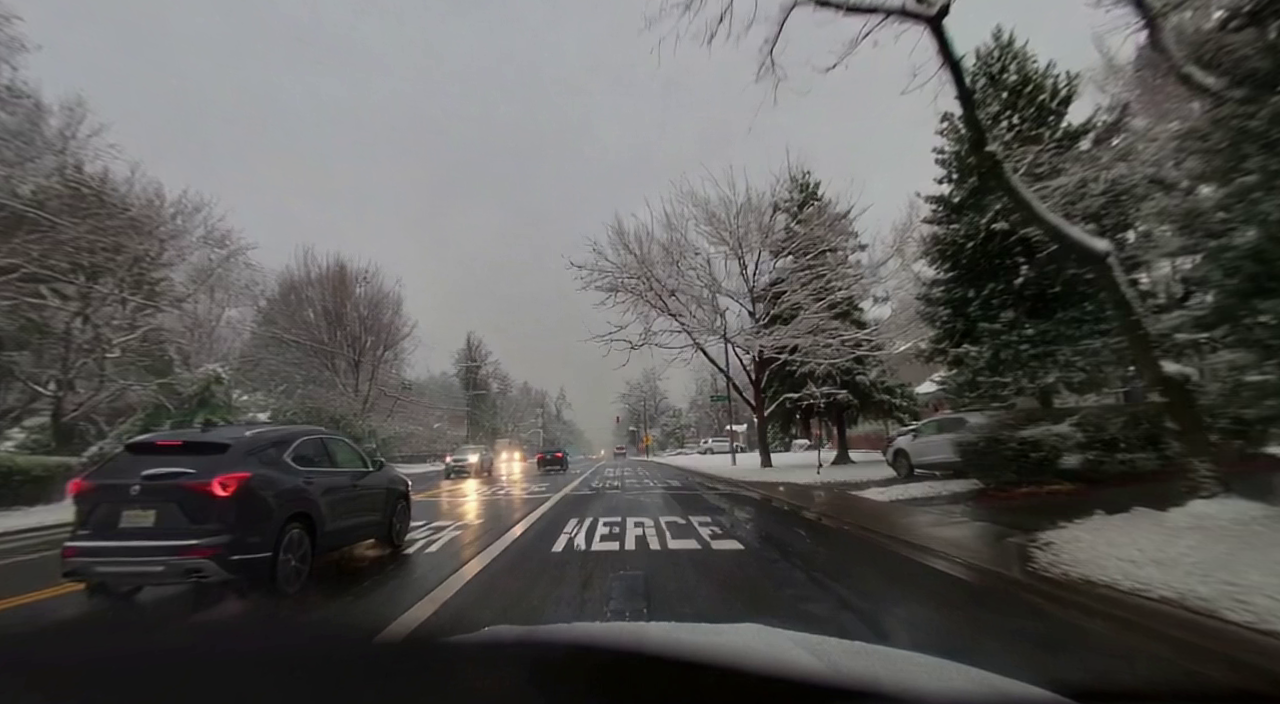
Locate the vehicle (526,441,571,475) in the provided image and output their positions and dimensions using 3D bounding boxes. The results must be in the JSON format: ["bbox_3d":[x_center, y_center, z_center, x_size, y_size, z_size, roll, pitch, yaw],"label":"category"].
[{"bbox_3d":[-4.462,5.179,31.038,1.802,1.528,3.490,0,-8,-2],"label":"vehicle"}]

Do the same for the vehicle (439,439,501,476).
[{"bbox_3d":[-8.419,5.254,31.624,2.036,1.710,4.323,0,-8,-2],"label":"vehicle"}]

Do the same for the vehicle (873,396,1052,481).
[{"bbox_3d":[8.348,2.350,16.983,1.934,1.741,4.793,-6,-8,-4],"label":"vehicle"}]

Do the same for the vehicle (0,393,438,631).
[{"bbox_3d":[-4.082,1.521,6.989,2.190,1.766,4.394,0,-8,0],"label":"vehicle"}]
